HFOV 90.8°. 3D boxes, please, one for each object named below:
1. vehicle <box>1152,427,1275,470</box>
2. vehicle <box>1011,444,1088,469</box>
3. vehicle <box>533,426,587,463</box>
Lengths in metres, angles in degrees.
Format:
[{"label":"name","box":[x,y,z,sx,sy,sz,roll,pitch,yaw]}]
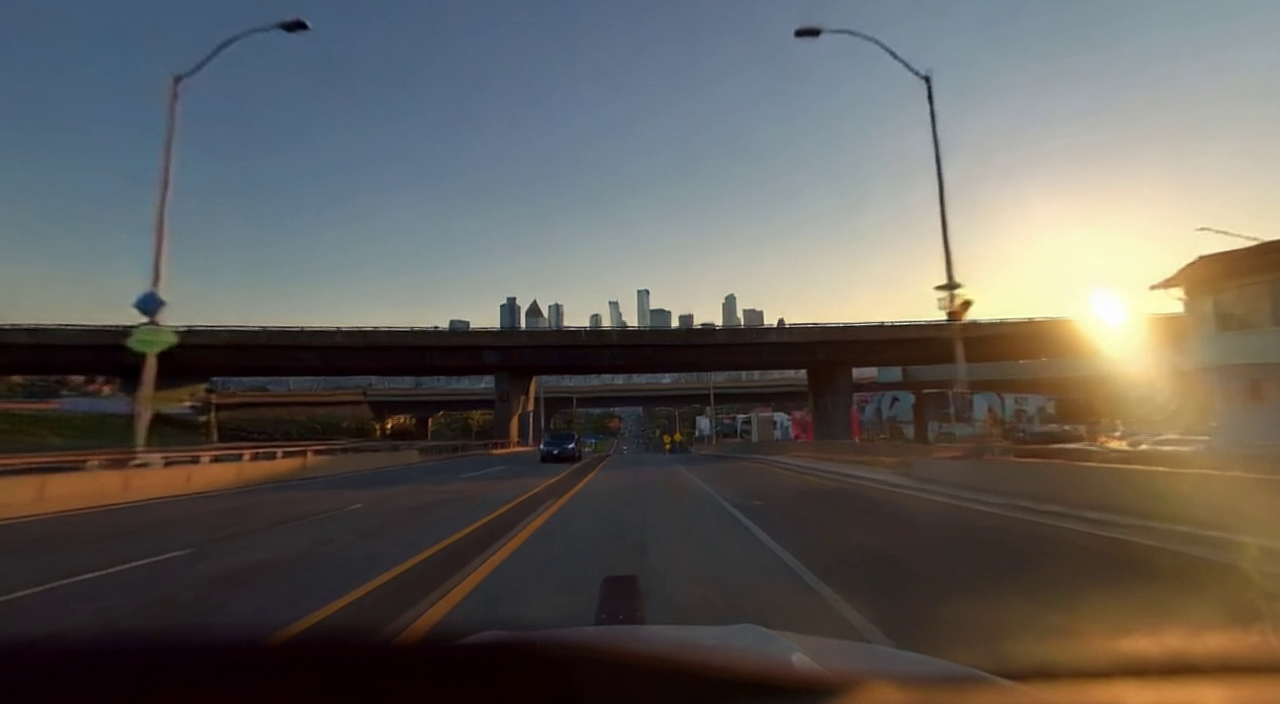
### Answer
[{"label":"vehicle","box":[26.944,4.583,29.825,3.629,1.565,1.997,2,-17,5]},{"label":"vehicle","box":[27.585,7.074,42.667,3.924,1.457,1.716,2,-15,-2]},{"label":"vehicle","box":[-3.980,4.720,32.168,2.096,1.743,4.420,0,-8,1]}]
